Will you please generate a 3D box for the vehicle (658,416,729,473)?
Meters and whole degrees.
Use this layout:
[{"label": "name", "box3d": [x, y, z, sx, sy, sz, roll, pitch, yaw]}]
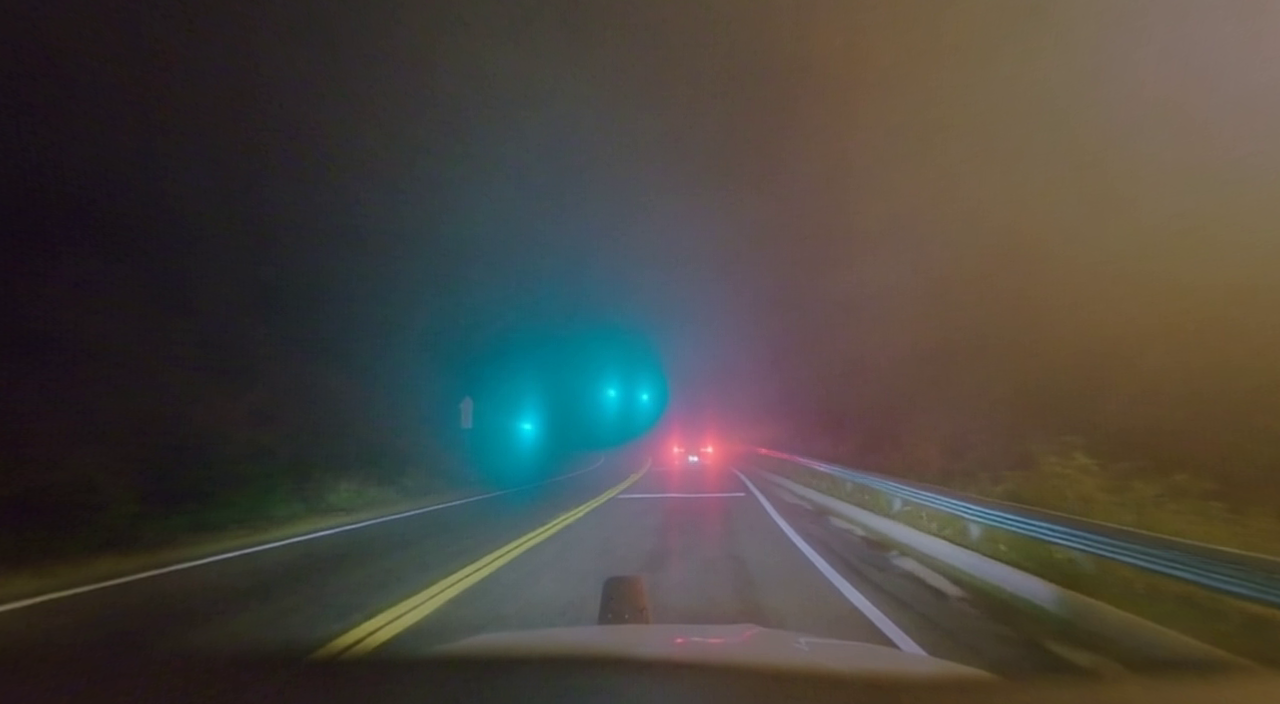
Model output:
[{"label": "vehicle", "box3d": [2.041, 3.696, 25.329, 2.500, 1.961, 5.637, -1, -8, 3]}]
